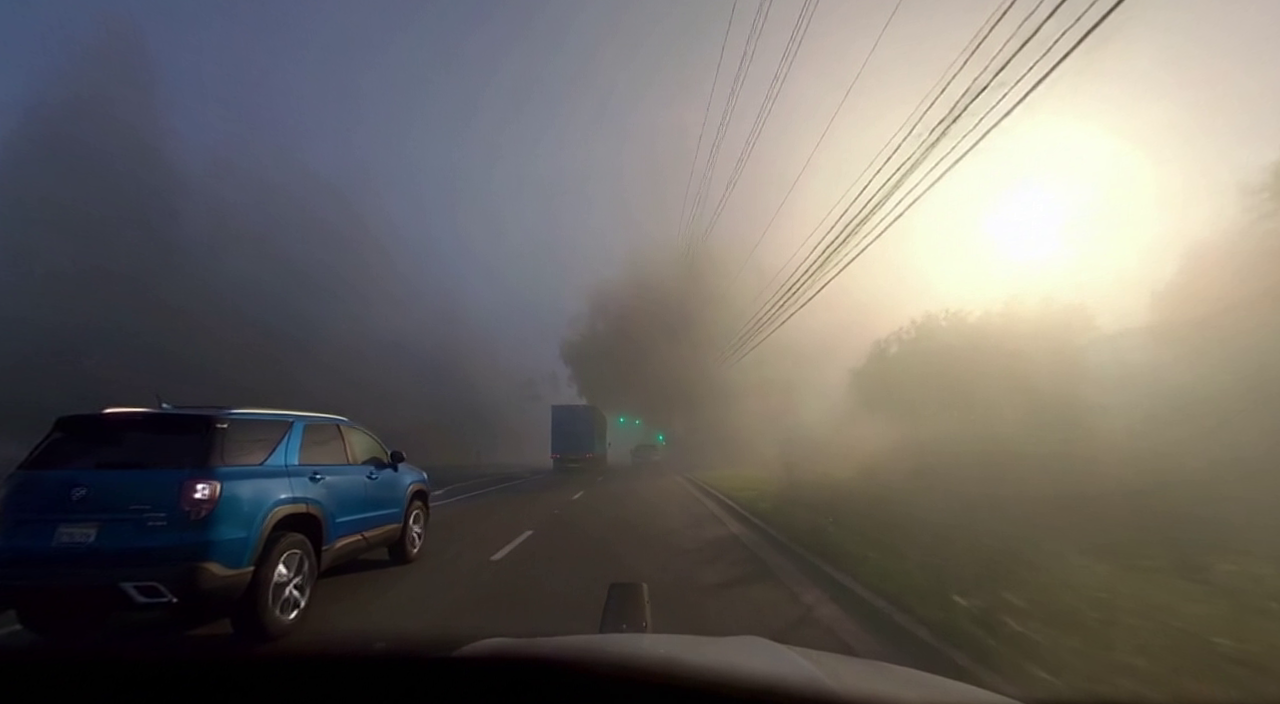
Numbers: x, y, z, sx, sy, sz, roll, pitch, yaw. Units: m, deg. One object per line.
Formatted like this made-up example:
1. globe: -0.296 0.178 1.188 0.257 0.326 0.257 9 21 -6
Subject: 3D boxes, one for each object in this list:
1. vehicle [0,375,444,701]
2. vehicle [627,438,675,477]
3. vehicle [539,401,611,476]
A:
1. vehicle: -3.677 1.387 5.916 2.093 1.832 4.508 0 -9 1
2. vehicle: 0.536 5.108 30.641 2.174 1.749 4.113 0 -9 1
3. vehicle: -3.404 4.942 35.635 2.928 3.658 8.980 0 -9 1
